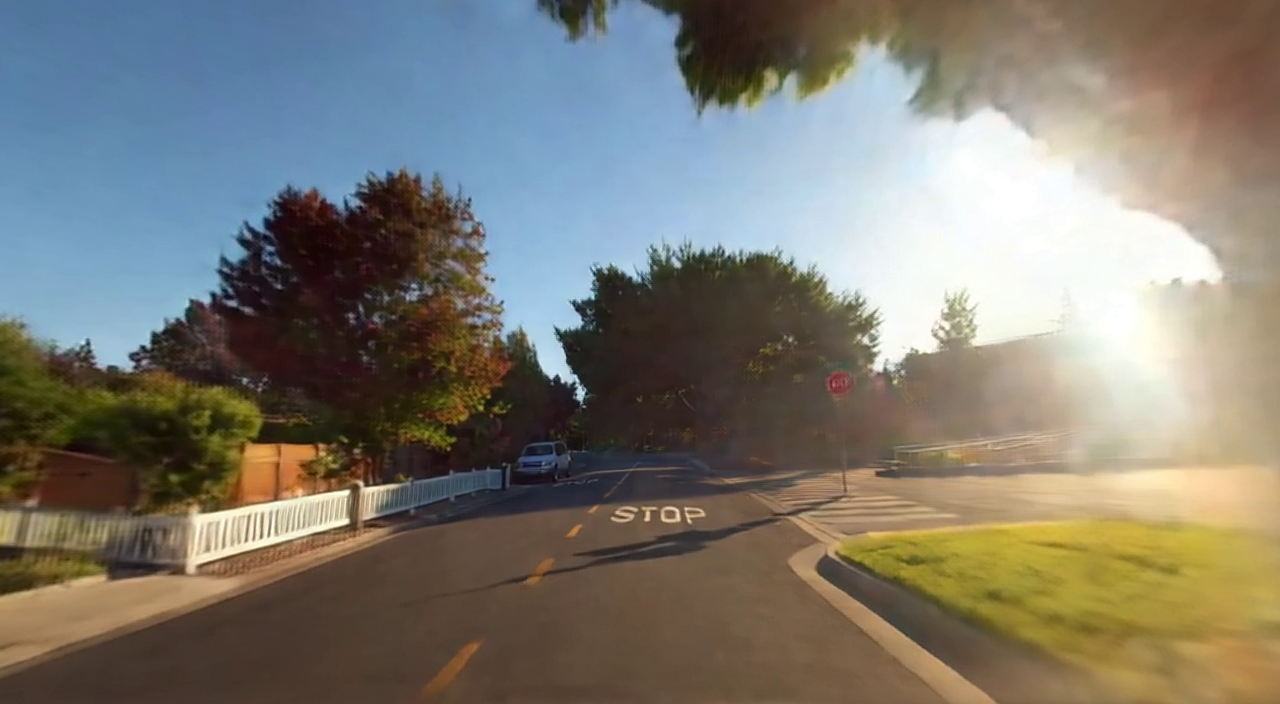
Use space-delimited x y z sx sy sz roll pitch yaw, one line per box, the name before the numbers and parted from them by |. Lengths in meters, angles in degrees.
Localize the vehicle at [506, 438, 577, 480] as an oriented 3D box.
vehicle | -4.933 5.462 32.657 2.308 1.899 6.107 -1 -8 4
